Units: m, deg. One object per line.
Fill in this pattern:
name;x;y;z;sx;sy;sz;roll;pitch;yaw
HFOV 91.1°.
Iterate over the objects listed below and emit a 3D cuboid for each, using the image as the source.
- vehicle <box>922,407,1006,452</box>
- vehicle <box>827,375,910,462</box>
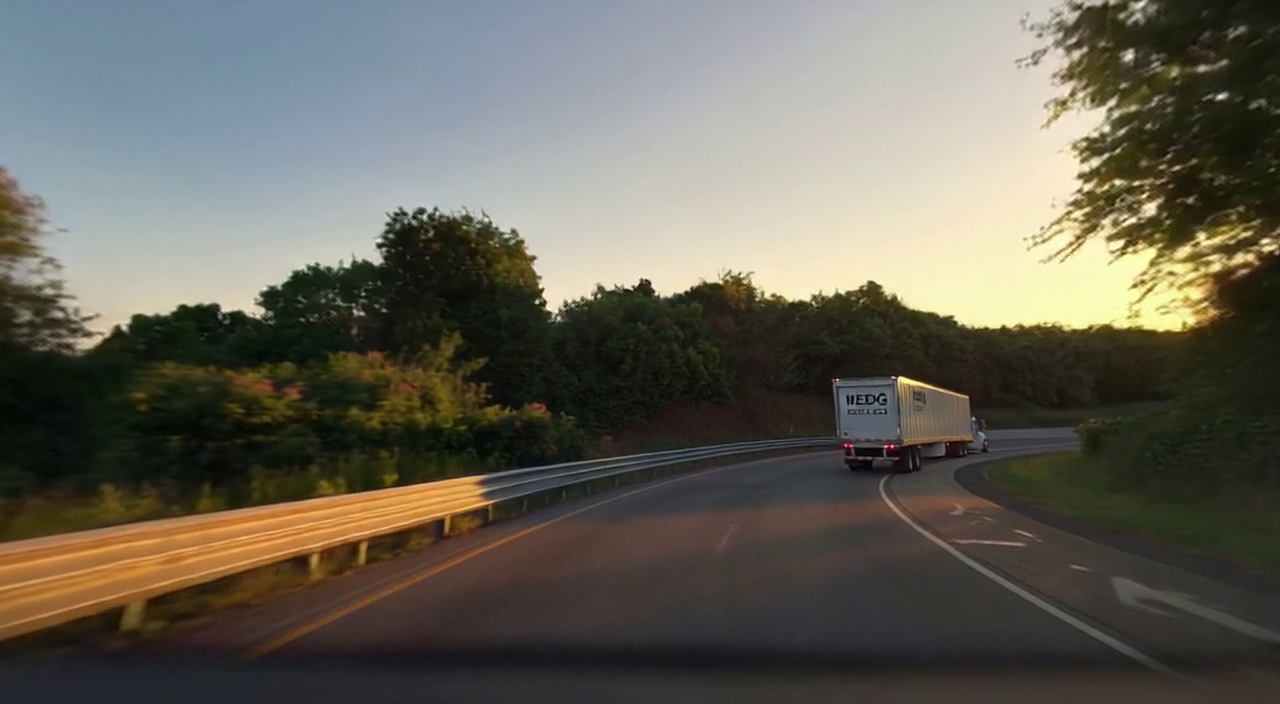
vehicle;19.890;4.758;38.397;6.650;2.524;2.120;7;-10;-41
vehicle;10.817;3.178;29.650;2.963;3.771;3.137;-4;-9;30
